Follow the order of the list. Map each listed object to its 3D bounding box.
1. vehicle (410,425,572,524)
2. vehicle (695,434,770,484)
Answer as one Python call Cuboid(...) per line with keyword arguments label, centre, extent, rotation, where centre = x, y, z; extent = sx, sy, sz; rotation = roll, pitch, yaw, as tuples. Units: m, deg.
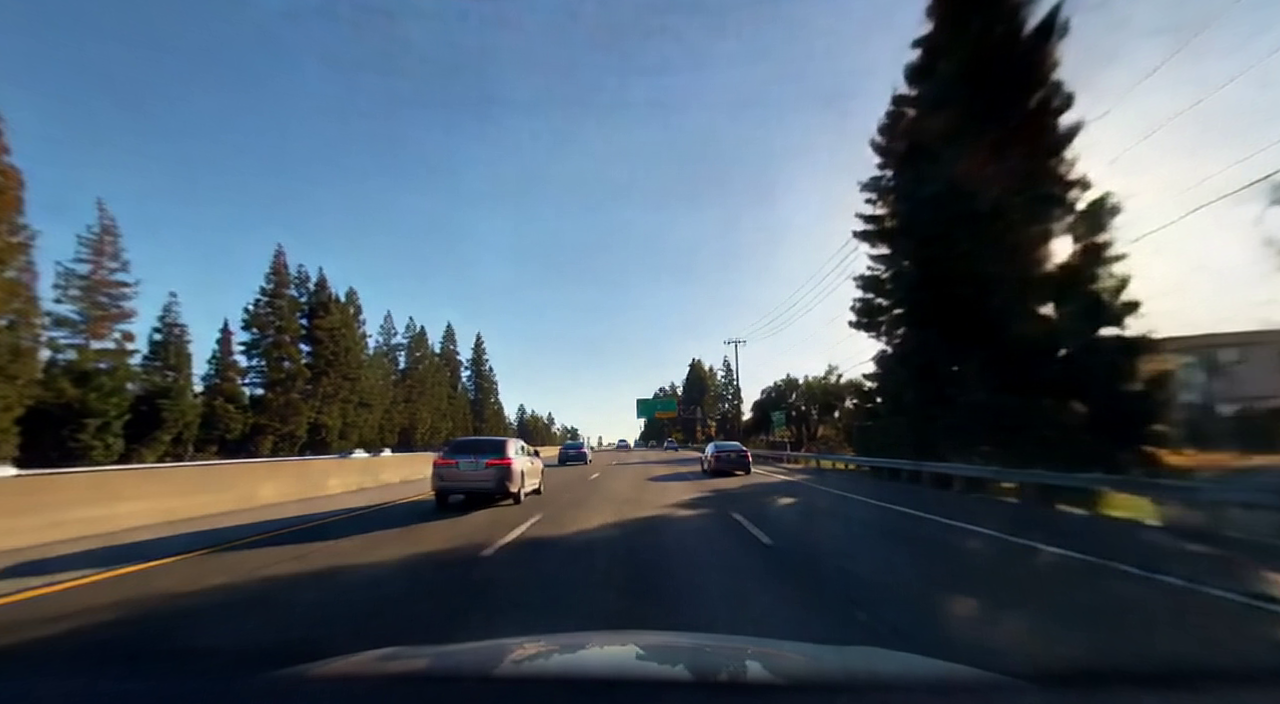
Cuboid(label="vehicle", centre=(-2.686, 2.326, 12.546), extent=(2.049, 1.620, 4.153), rotation=(0, -8, 2))
Cuboid(label="vehicle", centre=(3.149, 3.733, 22.255), extent=(1.996, 1.579, 3.841), rotation=(0, -8, -1))
